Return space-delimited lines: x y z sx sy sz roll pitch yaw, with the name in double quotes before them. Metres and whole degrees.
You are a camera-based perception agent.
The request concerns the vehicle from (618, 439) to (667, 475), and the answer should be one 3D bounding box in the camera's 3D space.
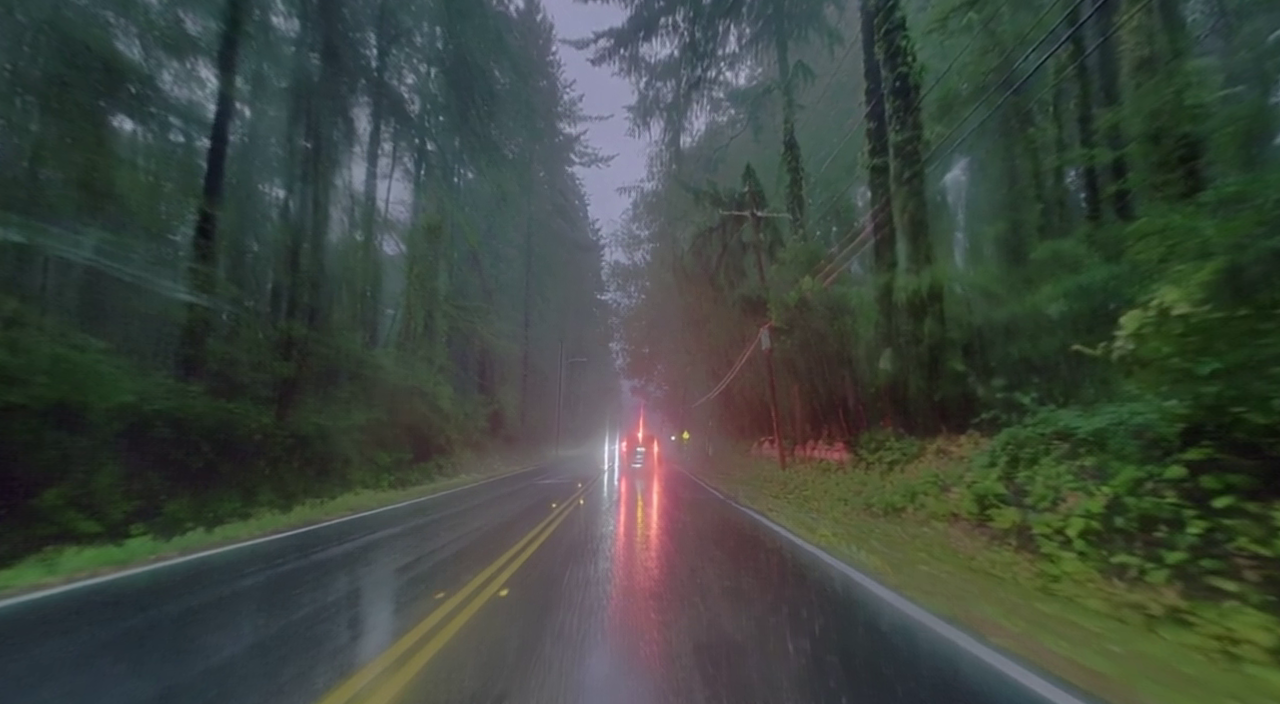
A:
"vehicle" 0.039 4.748 28.793 2.081 1.503 3.726 0 -8 -2
